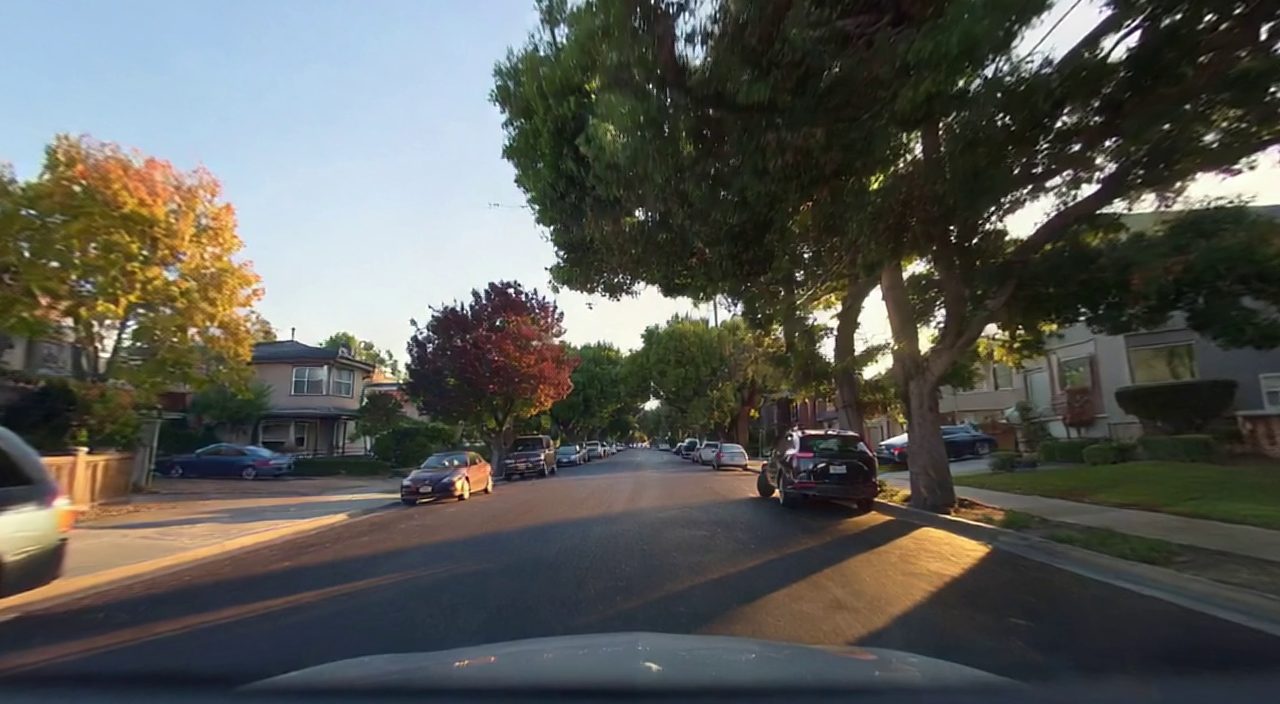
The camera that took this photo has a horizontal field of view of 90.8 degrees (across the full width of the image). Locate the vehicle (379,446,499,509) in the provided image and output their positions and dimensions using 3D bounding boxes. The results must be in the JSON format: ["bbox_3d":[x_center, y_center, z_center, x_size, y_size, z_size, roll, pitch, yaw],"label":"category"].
[{"bbox_3d":[-5.330,3.348,17.402,1.824,1.417,4.395,-2,-8,1],"label":"vehicle"}]

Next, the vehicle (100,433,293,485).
[{"bbox_3d":[-16.316,3.944,23.390,5.908,1.762,2.107,-2,-9,8],"label":"vehicle"}]

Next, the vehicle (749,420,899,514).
[{"bbox_3d":[3.872,2.507,14.198,2.049,1.776,4.285,0,-9,0],"label":"vehicle"}]

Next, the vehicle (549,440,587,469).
[{"bbox_3d":[-4.797,6.888,42.616,1.873,1.709,4.206,-4,-8,1],"label":"vehicle"}]

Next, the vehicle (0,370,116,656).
[{"bbox_3d":[-5.486,0.909,2.794,2.211,1.914,4.728,-2,-8,1],"label":"vehicle"}]

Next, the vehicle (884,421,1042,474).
[{"bbox_3d":[11.763,3.507,23.280,4.659,1.819,2.001,0,-8,0],"label":"vehicle"}]

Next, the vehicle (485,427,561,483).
[{"bbox_3d":[-5.073,4.551,28.245,2.242,2.135,5.566,-2,-8,1],"label":"vehicle"}]

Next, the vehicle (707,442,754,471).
[{"bbox_3d":[4.694,5.486,33.400,1.893,1.437,4.369,0,-8,0],"label":"vehicle"}]
